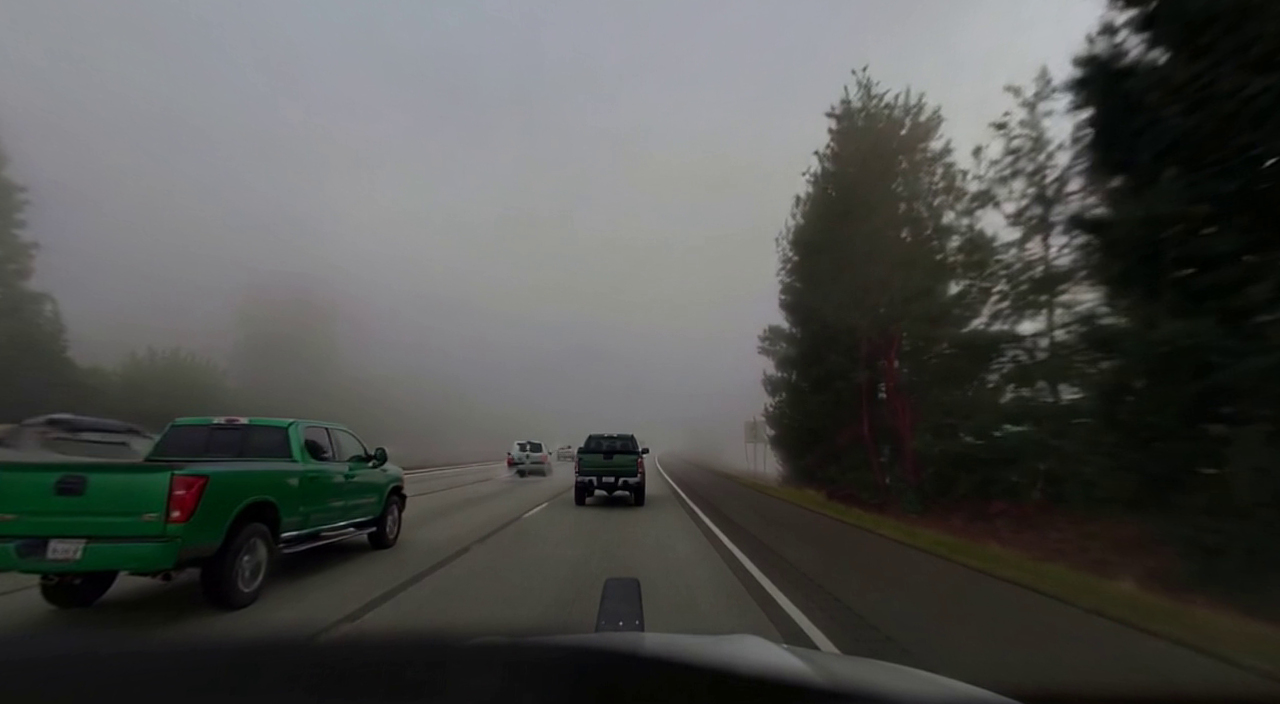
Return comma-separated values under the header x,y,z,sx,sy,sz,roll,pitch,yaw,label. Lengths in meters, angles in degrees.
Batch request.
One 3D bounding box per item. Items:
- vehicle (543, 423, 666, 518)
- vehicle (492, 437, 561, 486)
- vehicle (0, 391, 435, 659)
x,y,z,sx,sy,sz,roll,pitch,yaw,label
-0.630,2.536,14.053,2.293,1.753,4.380,0,-8,1,vehicle
-4.451,4.357,25.483,1.991,1.776,4.333,0,-8,0,vehicle
-4.047,1.482,6.687,2.038,1.704,5.181,0,-8,0,vehicle
